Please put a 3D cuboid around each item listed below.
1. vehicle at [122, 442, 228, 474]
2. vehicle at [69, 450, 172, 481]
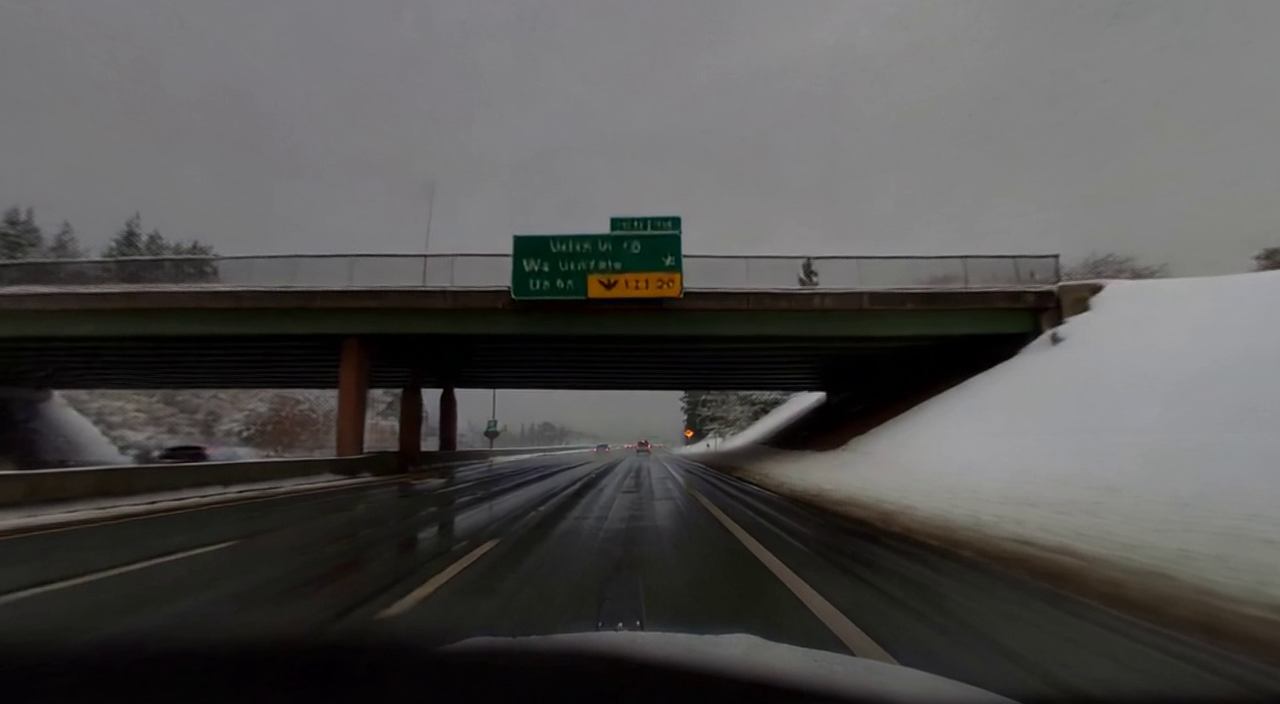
[{"bbox_3d":[-24.687,5.631,33.661,2.126,1.588,4.557,0,-8,1],"label":"vehicle"},{"bbox_3d":[-28.517,6.220,34.793,1.871,1.514,4.413,0,-9,0],"label":"vehicle"}]
